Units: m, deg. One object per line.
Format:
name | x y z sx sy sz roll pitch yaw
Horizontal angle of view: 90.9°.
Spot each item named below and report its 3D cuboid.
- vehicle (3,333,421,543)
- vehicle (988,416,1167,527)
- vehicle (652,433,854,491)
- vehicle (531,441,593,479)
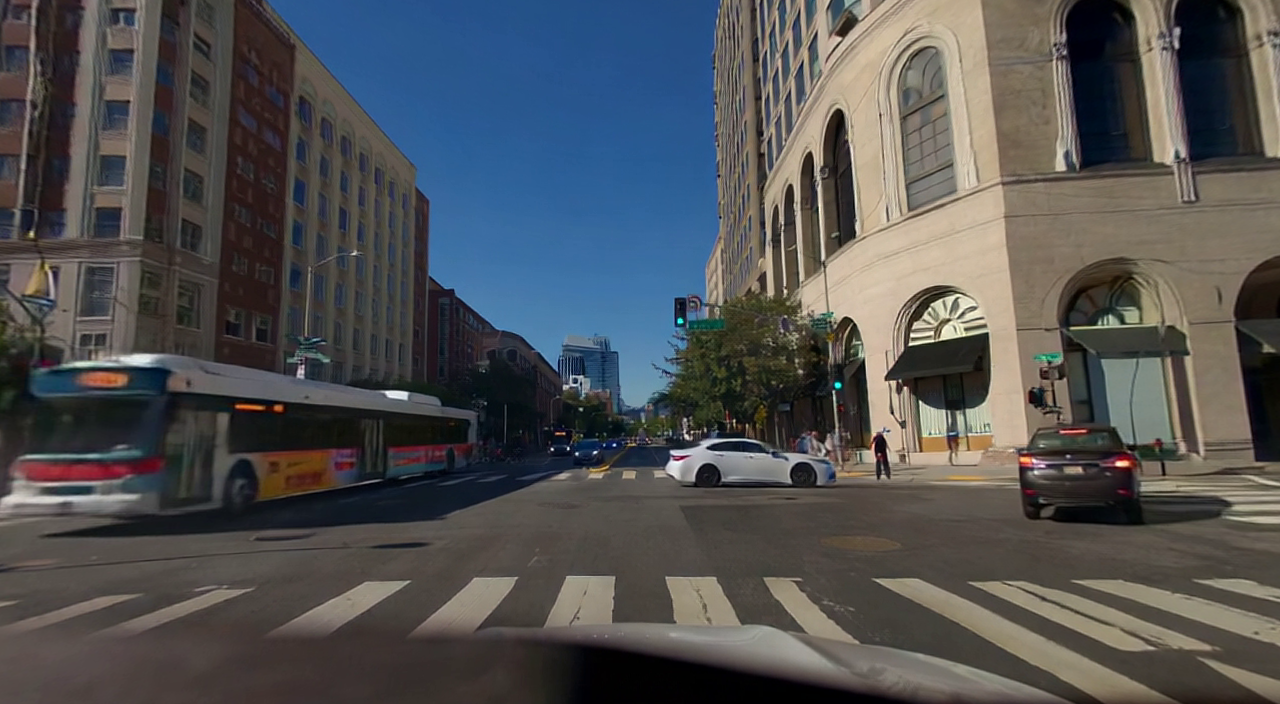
vehicle | -8.769 2.131 15.485 2.916 3.427 10.189 0 -8 1
vehicle | 7.404 1.954 10.877 2.006 1.495 4.271 -5 -10 33
vehicle | 3.222 3.123 18.169 5.388 1.465 2.050 -4 -9 23
vehicle | -3.139 4.446 26.287 1.904 1.402 4.759 0 -8 1
